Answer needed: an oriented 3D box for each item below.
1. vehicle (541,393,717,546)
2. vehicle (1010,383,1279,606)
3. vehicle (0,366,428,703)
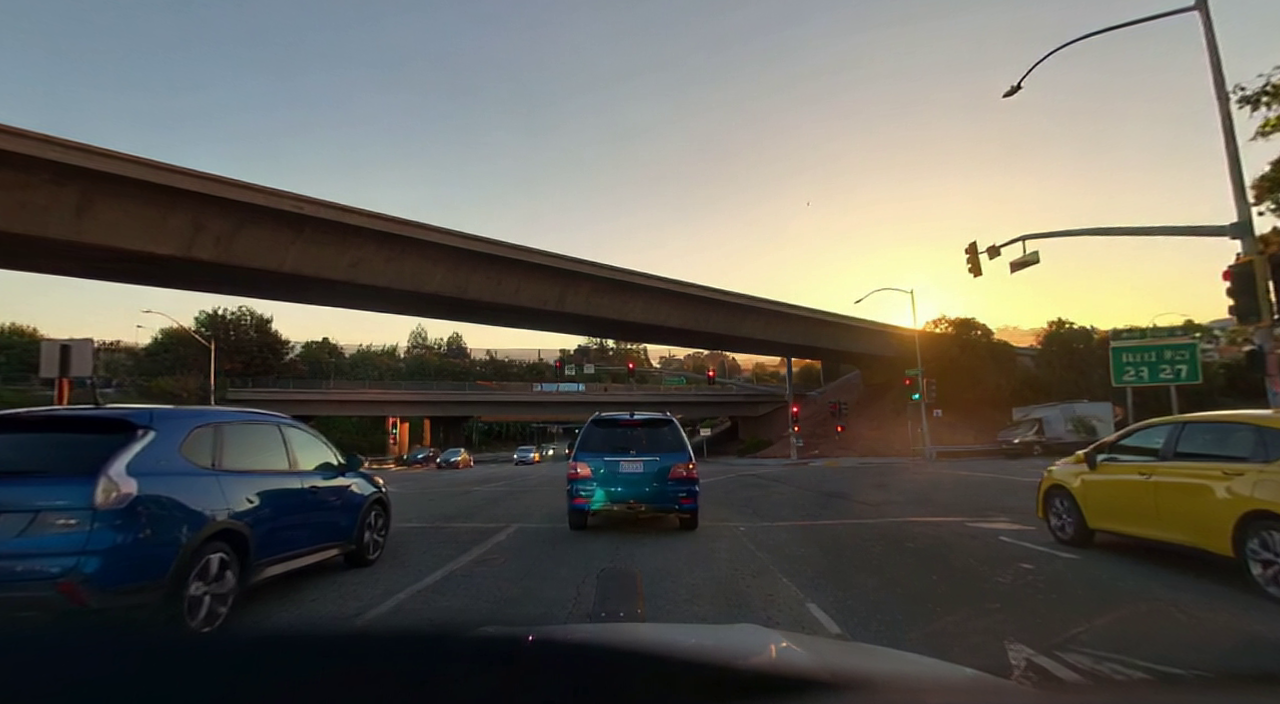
[{"bbox_3d":[-0.225,1.912,10.874,2.342,2.026,4.642,0,-8,-2],"label":"vehicle"},{"bbox_3d":[6.230,1.374,6.618,2.074,1.785,4.320,0,-8,0],"label":"vehicle"},{"bbox_3d":[-3.736,1.297,5.627,2.060,1.768,4.681,0,-8,0],"label":"vehicle"}]
